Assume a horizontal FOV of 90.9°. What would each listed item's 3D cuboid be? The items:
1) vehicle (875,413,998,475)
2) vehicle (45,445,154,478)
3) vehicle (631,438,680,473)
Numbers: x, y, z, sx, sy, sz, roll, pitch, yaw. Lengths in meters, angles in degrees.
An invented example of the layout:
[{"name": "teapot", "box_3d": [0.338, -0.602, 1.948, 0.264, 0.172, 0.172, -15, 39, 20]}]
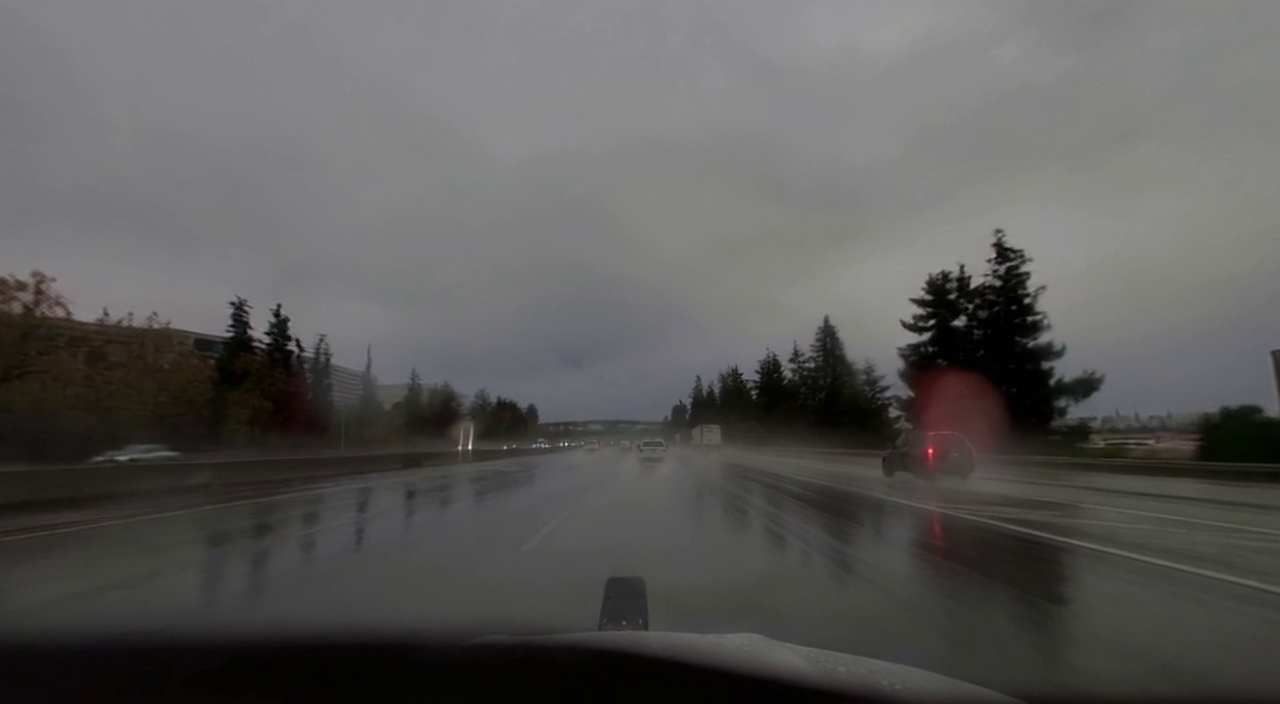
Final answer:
[{"name": "vehicle", "box_3d": [12.950, 4.095, 28.193, 2.336, 2.415, 6.056, 0, -8, -2]}, {"name": "vehicle", "box_3d": [-32.266, 6.525, 37.871, 2.002, 1.777, 5.022, 0, -8, 1]}, {"name": "vehicle", "box_3d": [0.664, 4.734, 29.135, 2.112, 1.482, 4.082, 0, -8, 0]}]
